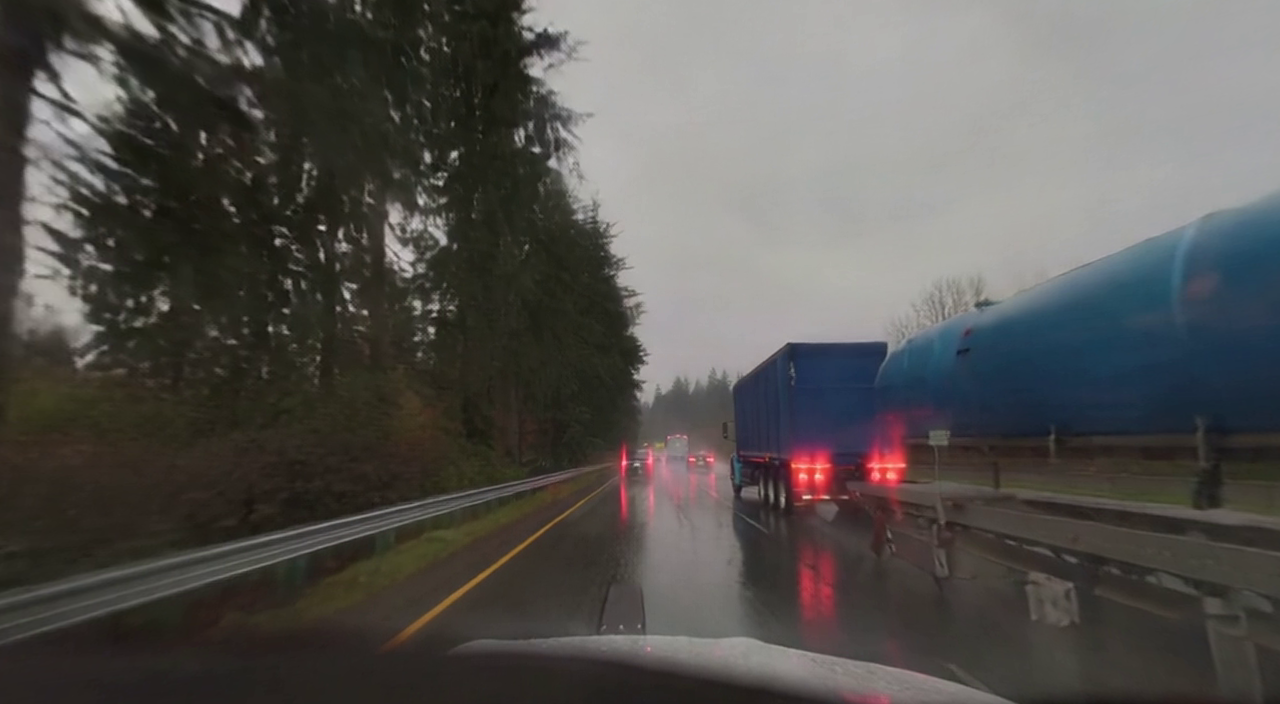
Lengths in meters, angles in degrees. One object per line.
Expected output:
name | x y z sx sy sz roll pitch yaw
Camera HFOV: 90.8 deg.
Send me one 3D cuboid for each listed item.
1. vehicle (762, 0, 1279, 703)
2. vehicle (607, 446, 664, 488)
vehicle | 3.917 0.716 7.263 2.694 3.453 11.641 0 -9 0
vehicle | -0.137 4.390 24.394 2.003 1.490 3.636 0 -9 1
